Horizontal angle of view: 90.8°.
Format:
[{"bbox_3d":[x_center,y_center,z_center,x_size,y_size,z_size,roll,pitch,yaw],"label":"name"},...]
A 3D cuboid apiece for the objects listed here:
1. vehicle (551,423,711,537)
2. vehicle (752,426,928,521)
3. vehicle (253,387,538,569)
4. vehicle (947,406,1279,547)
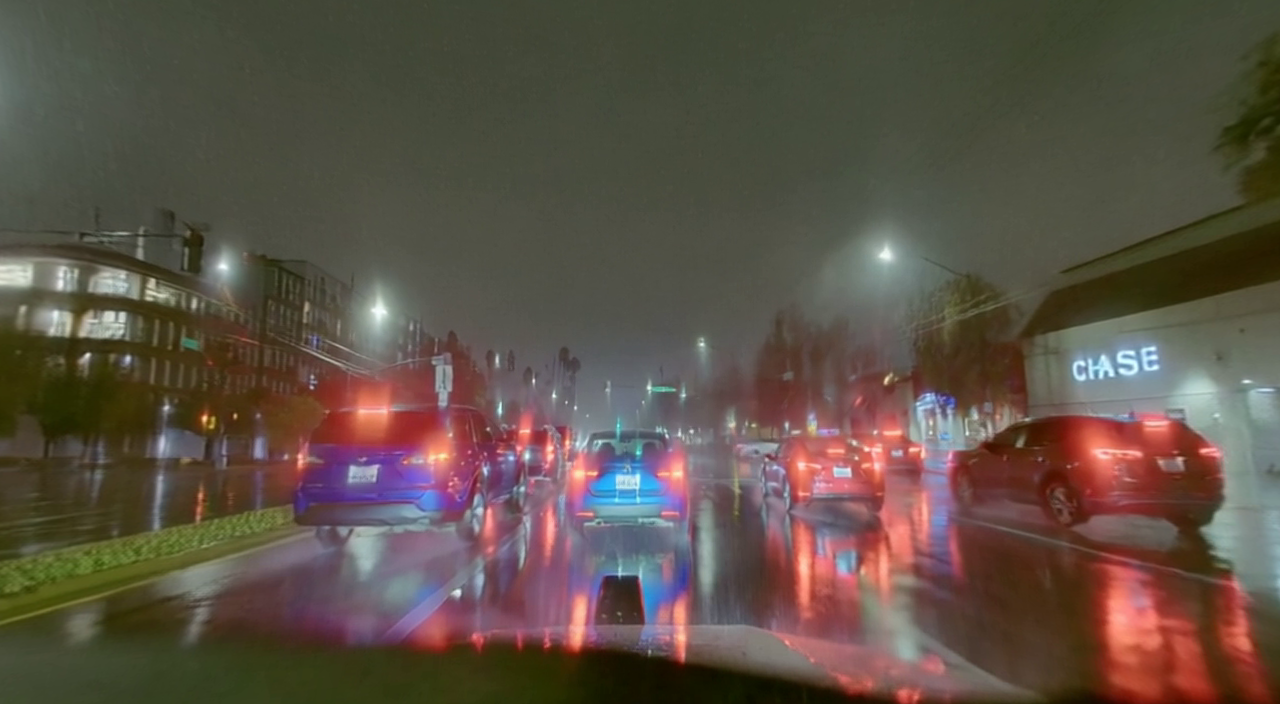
[{"bbox_3d":[-0.153,1.974,10.328,2.097,1.480,4.006,0,-8,-1],"label":"vehicle"},{"bbox_3d":[3.575,2.256,12.282,1.861,1.473,4.393,0,-8,-2],"label":"vehicle"},{"bbox_3d":[-2.854,1.618,8.826,2.064,1.825,4.760,0,-8,0],"label":"vehicle"},{"bbox_3d":[7.247,1.894,10.254,2.068,1.731,4.752,0,-8,-1],"label":"vehicle"}]
